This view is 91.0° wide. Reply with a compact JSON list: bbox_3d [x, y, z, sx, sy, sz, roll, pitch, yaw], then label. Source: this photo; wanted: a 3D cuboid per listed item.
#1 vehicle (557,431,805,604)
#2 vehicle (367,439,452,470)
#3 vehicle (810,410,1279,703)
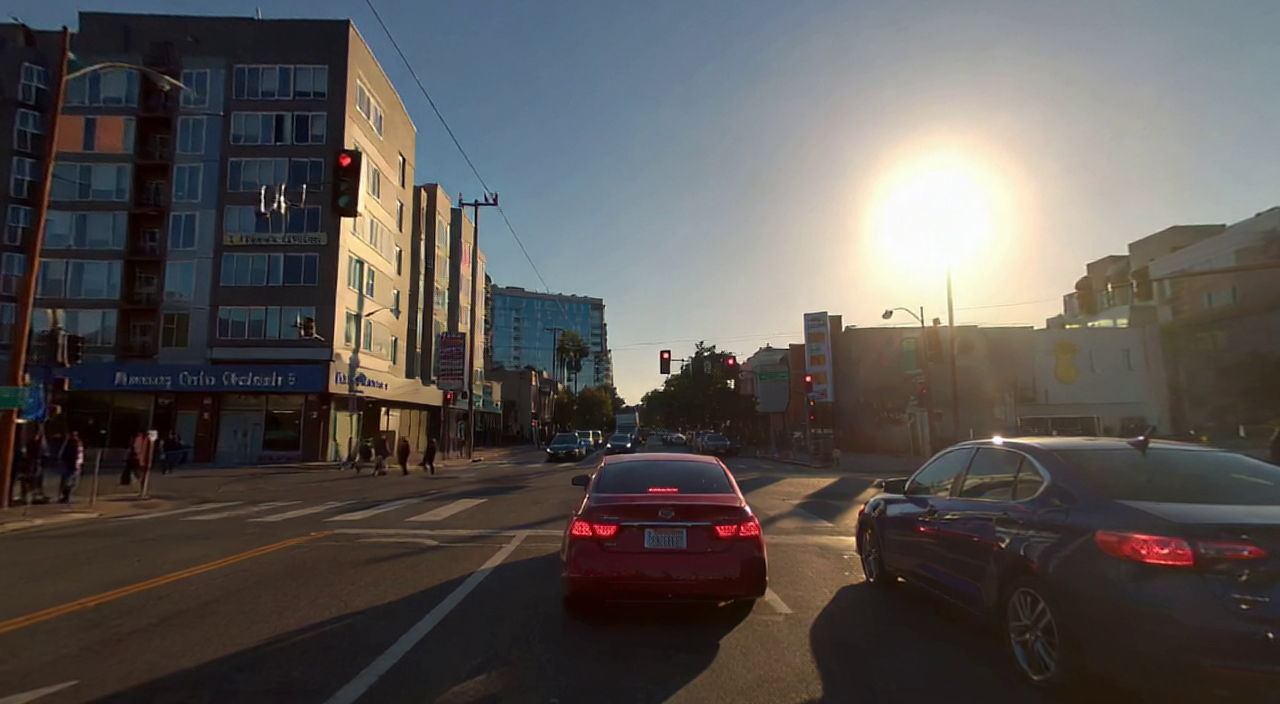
[{"bbox_3d":[0.286,1.729,7.522,2.132,1.464,4.089,0,-8,-2],"label":"vehicle"},{"bbox_3d":[-12.867,5.716,35.271,2.030,1.596,3.912,-7,-11,40],"label":"vehicle"},{"bbox_3d":[2.814,1.292,4.567,1.961,1.498,4.356,0,-8,0],"label":"vehicle"}]
